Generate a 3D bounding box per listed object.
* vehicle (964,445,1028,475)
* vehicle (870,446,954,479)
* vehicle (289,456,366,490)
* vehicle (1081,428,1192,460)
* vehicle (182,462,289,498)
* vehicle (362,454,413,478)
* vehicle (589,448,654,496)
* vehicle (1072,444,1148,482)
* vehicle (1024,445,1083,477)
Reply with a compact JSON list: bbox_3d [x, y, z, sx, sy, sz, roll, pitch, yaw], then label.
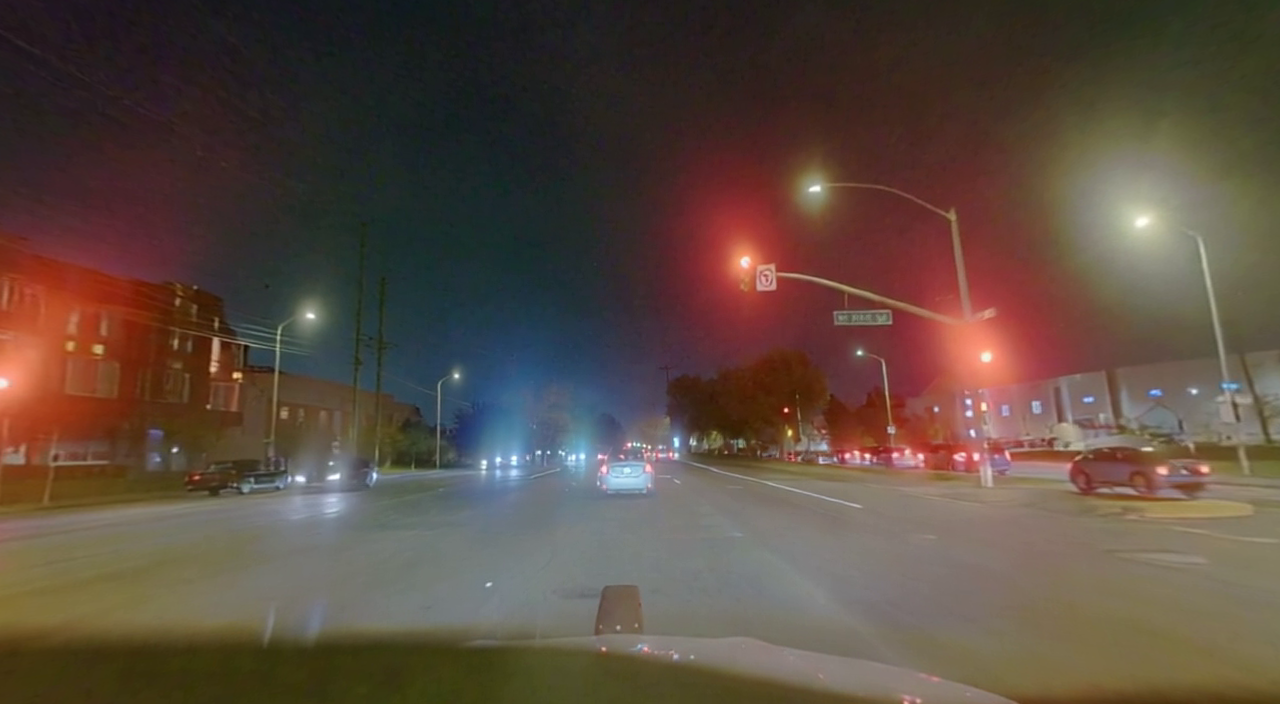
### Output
[{"bbox_3d":[19.041,5.706,33.617,1.900,1.490,4.238,-8,-12,43],"label":"vehicle"},{"bbox_3d":[12.776,5.172,29.867,1.849,1.429,4.335,0,-9,-3],"label":"vehicle"},{"bbox_3d":[-15.859,6.128,32.176,1.947,1.564,3.809,0,-9,0],"label":"vehicle"},{"bbox_3d":[31.082,5.809,39.487,5.079,1.893,2.254,1,-11,-5],"label":"vehicle"},{"bbox_3d":[-19.417,6.155,30.500,2.018,1.468,4.768,0,-9,0],"label":"vehicle"},{"bbox_3d":[-19.662,8.883,49.307,2.070,1.723,4.634,0,-9,0],"label":"vehicle"},{"bbox_3d":[-0.593,4.063,21.721,2.010,1.447,4.121,0,-9,0],"label":"vehicle"},{"bbox_3d":[19.827,4.618,26.459,1.932,1.430,4.203,-8,-12,43],"label":"vehicle"},{"bbox_3d":[19.944,5.205,30.296,1.717,1.444,3.788,-8,-12,41],"label":"vehicle"}]
